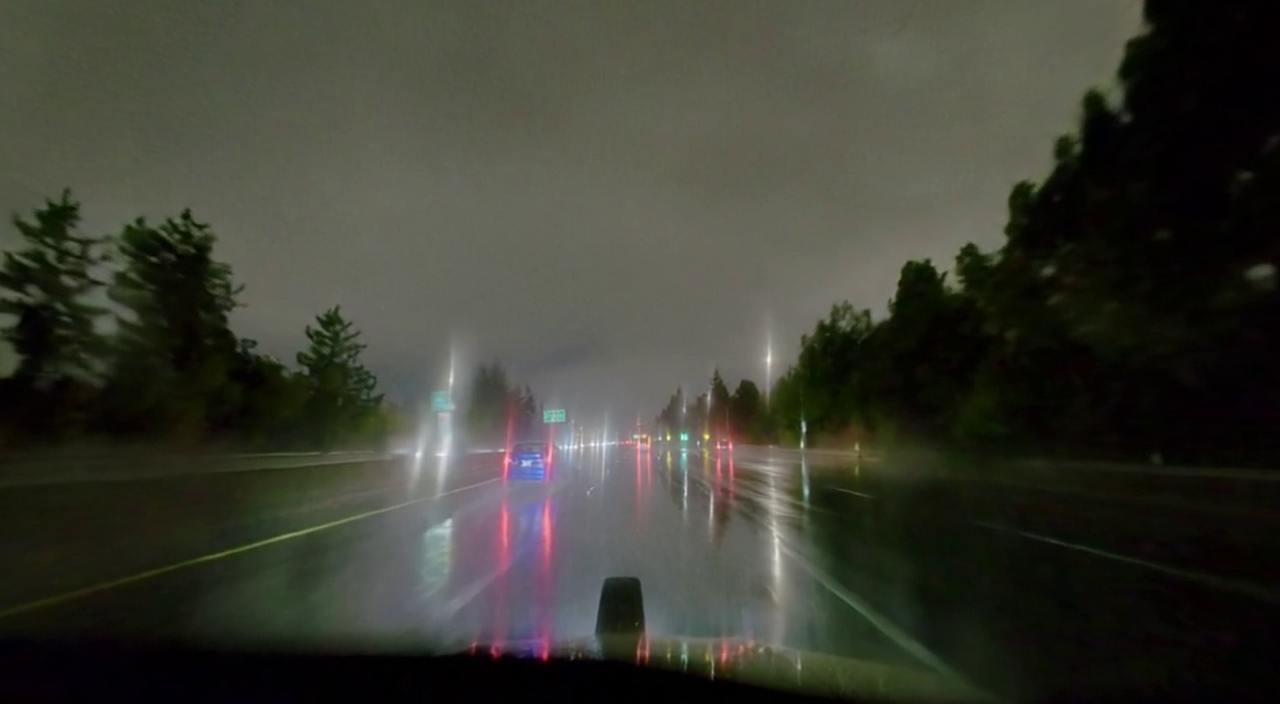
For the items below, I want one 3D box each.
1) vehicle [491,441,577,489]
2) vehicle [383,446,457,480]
[{"bbox_3d":[-3.630,3.972,22.510,2.162,1.493,4.583,0,-8,1],"label":"vehicle"},{"bbox_3d":[-10.543,5.317,30.549,1.885,1.527,4.459,0,-9,1],"label":"vehicle"}]
